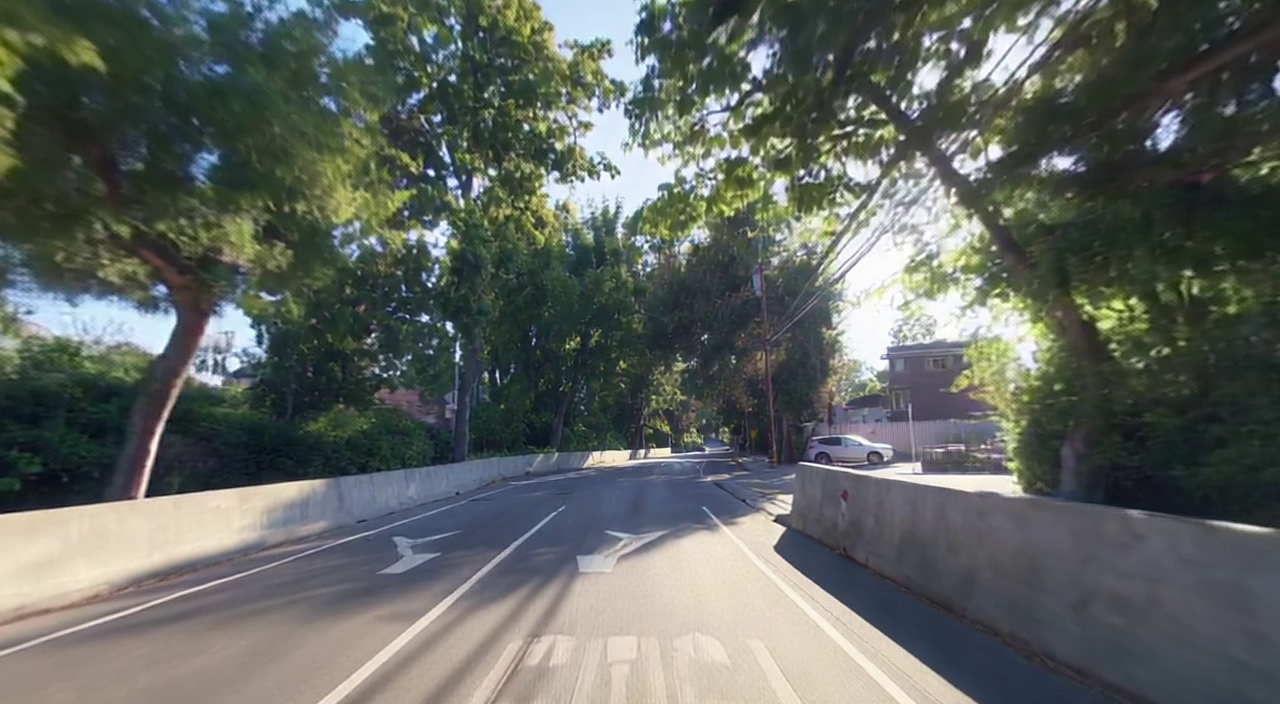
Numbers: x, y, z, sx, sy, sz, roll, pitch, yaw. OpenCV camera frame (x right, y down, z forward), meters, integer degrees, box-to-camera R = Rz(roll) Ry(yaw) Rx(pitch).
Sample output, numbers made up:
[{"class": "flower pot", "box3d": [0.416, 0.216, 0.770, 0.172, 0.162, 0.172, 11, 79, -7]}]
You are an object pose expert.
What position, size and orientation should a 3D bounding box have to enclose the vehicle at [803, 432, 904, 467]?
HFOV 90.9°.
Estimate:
[{"class": "vehicle", "box3d": [11.007, 5.055, 32.764, 4.614, 1.764, 1.860, -1, -8, 5]}]
